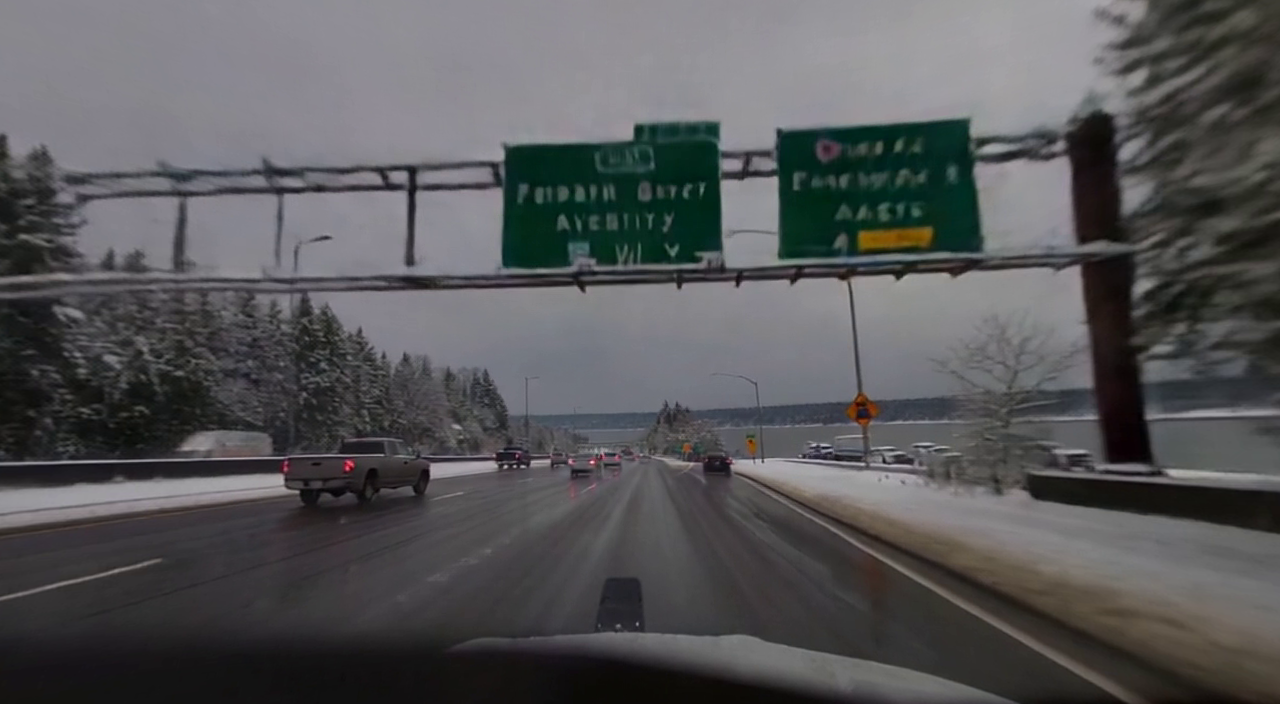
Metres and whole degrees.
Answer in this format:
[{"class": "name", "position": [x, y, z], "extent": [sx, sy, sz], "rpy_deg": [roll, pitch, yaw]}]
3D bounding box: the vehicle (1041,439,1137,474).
[{"class": "vehicle", "position": [22.659, 5.285, 32.065], "extent": [1.883, 1.596, 5.181], "rpy_deg": [-1, -9, 10]}]

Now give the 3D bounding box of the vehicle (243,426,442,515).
[{"class": "vehicle", "position": [-7.291, 2.971, 16.394], "extent": [2.250, 1.870, 5.647], "rpy_deg": [0, -9, 2]}]

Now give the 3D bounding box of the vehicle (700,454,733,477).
[{"class": "vehicle", "position": [5.580, 8.272, 46.278], "extent": [2.153, 1.510, 4.646], "rpy_deg": [0, -9, 4]}]

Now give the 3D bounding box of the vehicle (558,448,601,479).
[{"class": "vehicle", "position": [-3.689, 6.869, 39.097], "extent": [2.132, 1.708, 4.571], "rpy_deg": [0, -9, 1]}]
